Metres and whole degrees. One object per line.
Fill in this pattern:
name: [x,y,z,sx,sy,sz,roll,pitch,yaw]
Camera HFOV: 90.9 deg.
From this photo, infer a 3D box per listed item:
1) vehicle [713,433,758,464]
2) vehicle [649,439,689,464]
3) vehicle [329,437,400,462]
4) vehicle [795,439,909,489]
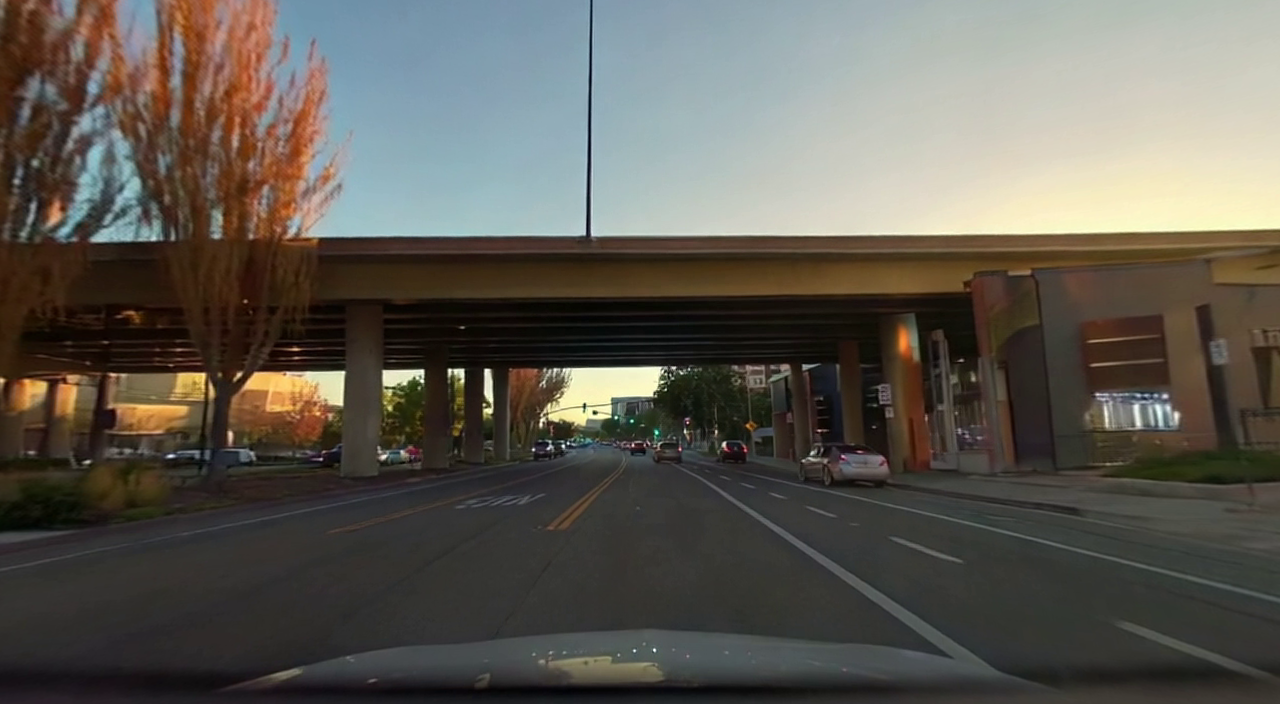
vehicle: [6.403,6.550,42.871,2.154,1.915,4.908,0,-8,-1]
vehicle: [1.783,6.308,39.935,2.280,1.475,4.051,0,-8,-1]
vehicle: [-20.488,7.236,46.980,4.335,1.772,1.927,0,-8,-4]
vehicle: [6.756,3.602,20.691,2.035,1.435,4.481,0,-8,-2]
